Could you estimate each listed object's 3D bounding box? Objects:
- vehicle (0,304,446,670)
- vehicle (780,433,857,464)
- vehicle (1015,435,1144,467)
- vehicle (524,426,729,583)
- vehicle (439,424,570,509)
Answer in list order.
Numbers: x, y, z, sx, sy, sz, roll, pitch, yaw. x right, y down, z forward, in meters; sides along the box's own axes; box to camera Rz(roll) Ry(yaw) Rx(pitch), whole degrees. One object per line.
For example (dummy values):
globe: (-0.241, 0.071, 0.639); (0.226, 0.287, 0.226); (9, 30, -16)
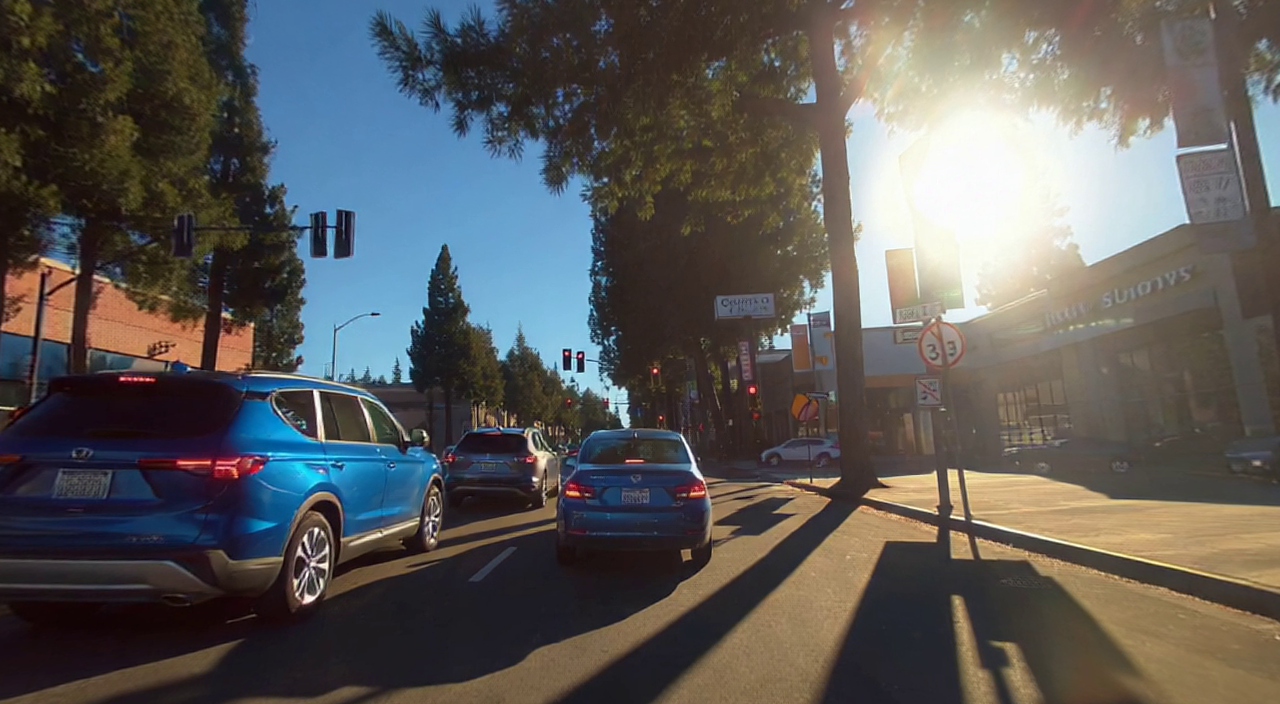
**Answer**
vehicle: (-3.811, 1.129, 6.219); (2.152, 2.118, 5.066); (0, -8, 0)
vehicle: (10.229, 5.577, 36.288); (4.116, 1.719, 2.069); (-2, -9, 12)
vehicle: (21.439, 4.854, 30.896); (4.809, 1.476, 1.845); (-4, -9, 23)
vehicle: (-0.159, 1.780, 8.179); (1.966, 1.481, 4.146); (0, -8, -1)
vehicle: (-2.925, 2.593, 14.594); (2.047, 1.664, 4.148); (0, -8, 1)
